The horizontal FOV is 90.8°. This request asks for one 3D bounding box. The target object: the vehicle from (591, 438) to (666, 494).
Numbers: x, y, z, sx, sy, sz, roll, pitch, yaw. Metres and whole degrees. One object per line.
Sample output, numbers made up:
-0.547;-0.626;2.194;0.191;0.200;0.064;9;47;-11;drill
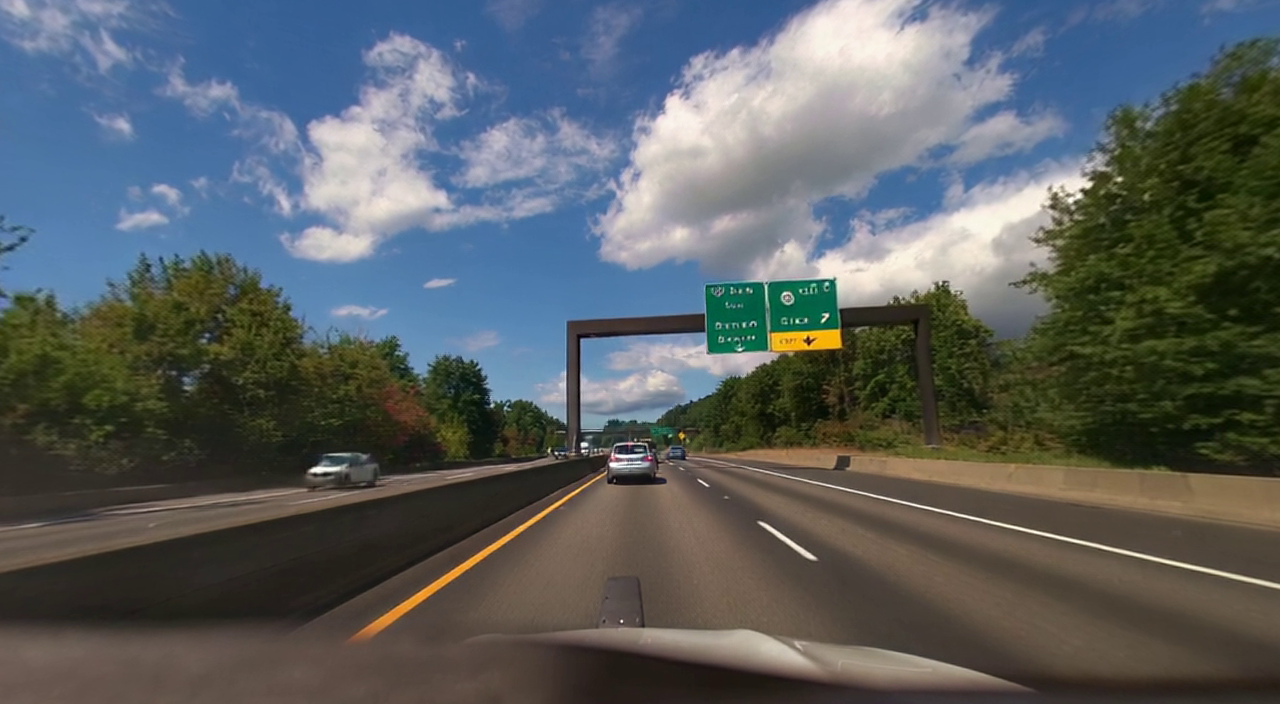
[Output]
-0.303;3.345;18.795;2.003;1.490;3.636;0;-9;0;vehicle
